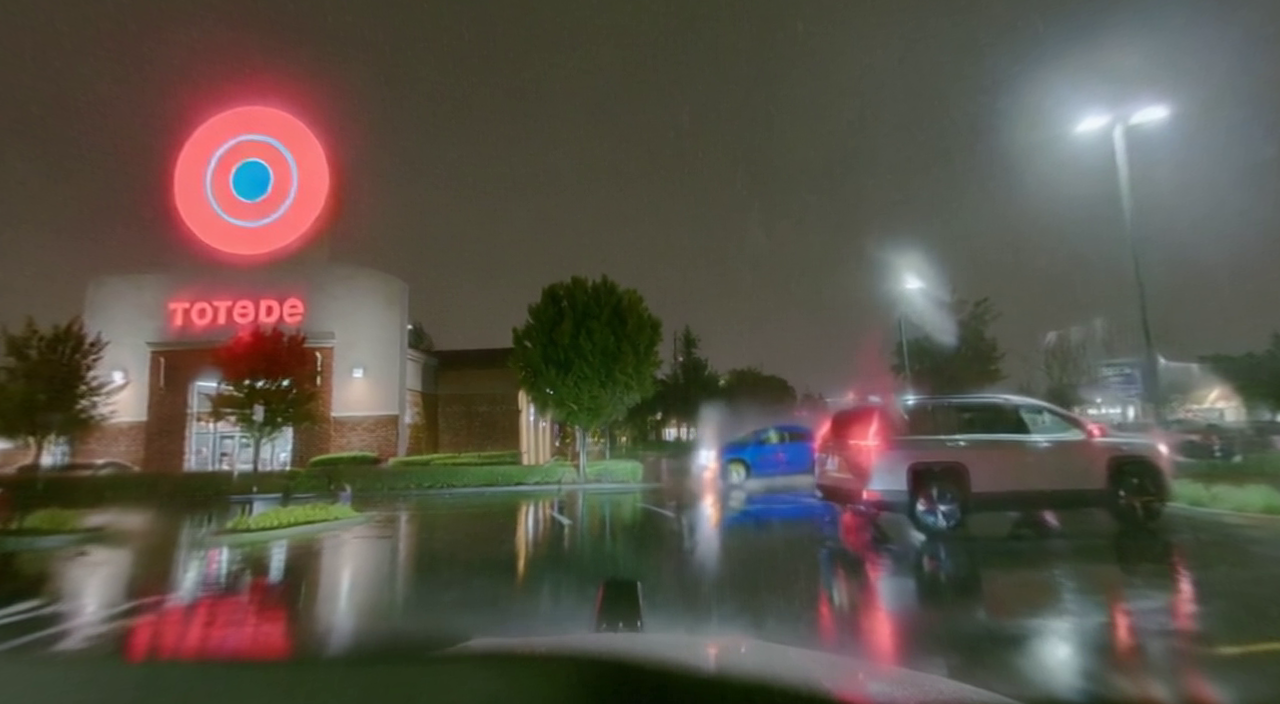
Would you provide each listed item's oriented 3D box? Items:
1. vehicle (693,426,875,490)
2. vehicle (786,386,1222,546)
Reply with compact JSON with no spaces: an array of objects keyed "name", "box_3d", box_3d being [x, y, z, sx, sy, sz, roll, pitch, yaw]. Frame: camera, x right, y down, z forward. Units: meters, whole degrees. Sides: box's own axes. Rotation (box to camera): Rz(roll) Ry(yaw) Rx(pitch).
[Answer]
[{"name":"vehicle","box_3d":[4.296,3.211,19.345,4.957,1.788,2.092,1,-9,-8]},{"name":"vehicle","box_3d":[4.912,1.577,9.140,4.864,1.916,2.413,1,-8,-7]}]
